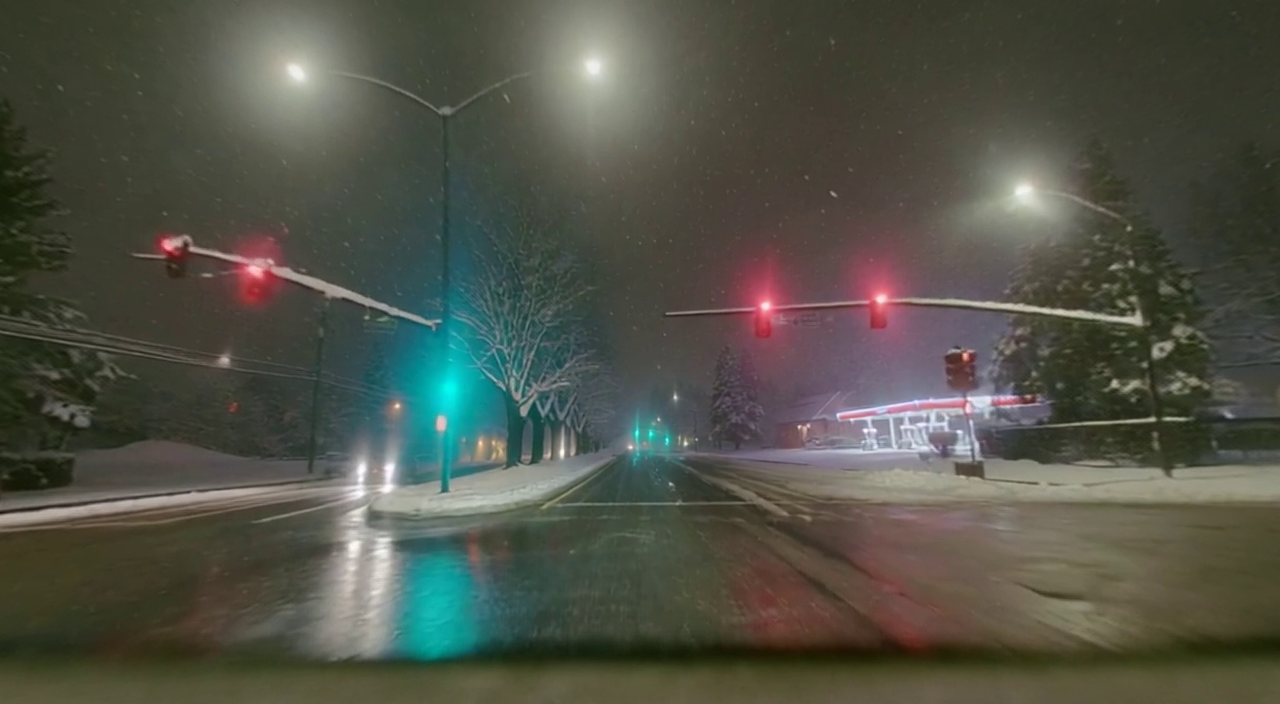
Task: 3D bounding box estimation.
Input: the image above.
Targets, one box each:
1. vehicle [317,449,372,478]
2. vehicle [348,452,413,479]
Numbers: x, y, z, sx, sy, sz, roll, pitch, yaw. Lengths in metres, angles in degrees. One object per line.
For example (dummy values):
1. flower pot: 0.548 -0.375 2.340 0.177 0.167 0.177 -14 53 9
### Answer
1. vehicle: -22.439 8.475 48.249 2.076 1.927 4.749 -2 -8 -2
2. vehicle: -16.066 7.011 39.429 1.971 1.492 4.878 0 -8 0
